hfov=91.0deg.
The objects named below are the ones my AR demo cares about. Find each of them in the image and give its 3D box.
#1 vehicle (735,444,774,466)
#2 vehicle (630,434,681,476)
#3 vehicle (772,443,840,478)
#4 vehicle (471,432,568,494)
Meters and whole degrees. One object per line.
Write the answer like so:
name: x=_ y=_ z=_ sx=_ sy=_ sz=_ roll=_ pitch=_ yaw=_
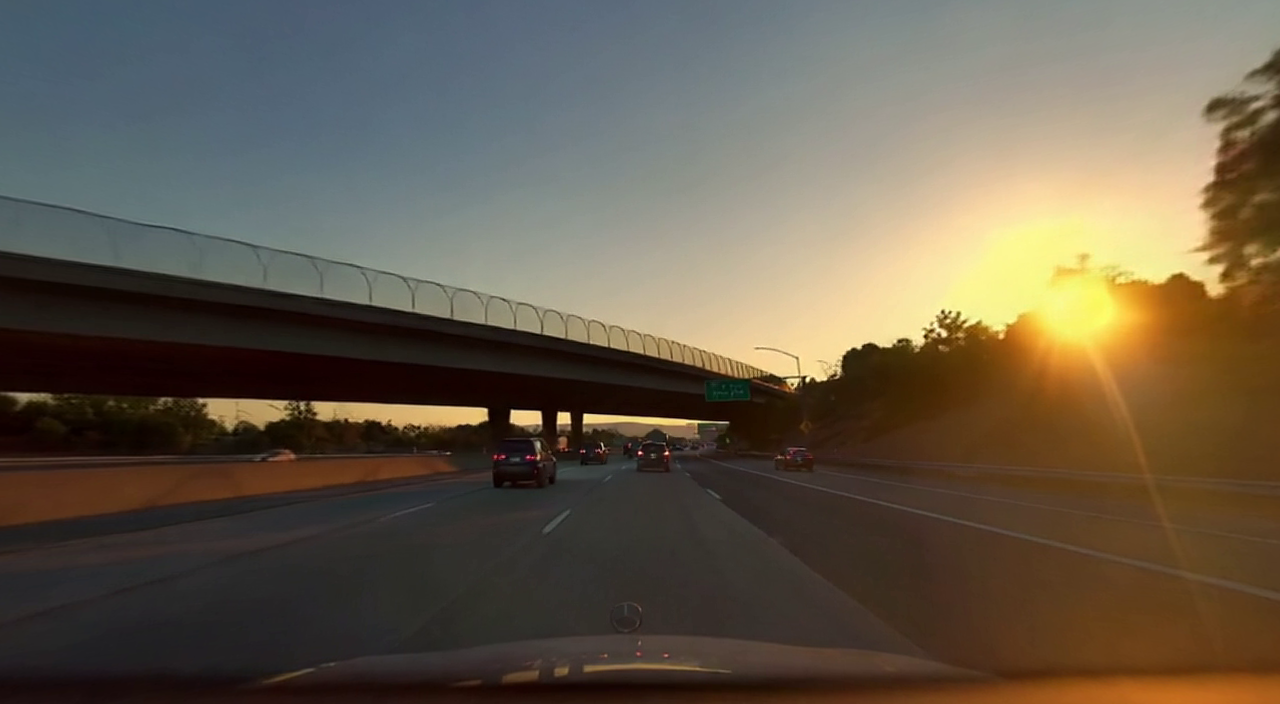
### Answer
vehicle: x=8.238 y=7.460 z=45.716 sx=2.005 sy=1.456 sz=4.287 roll=0 pitch=-9 yaw=0
vehicle: x=0.769 y=5.025 z=30.874 sx=2.270 sy=1.862 sz=4.949 roll=0 pitch=-9 yaw=1
vehicle: x=7.506 y=4.928 z=28.913 sx=1.936 sy=1.480 sz=4.373 roll=0 pitch=-9 yaw=0
vehicle: x=-3.709 y=3.503 z=20.246 sx=2.142 sy=1.759 sz=4.297 roll=0 pitch=-9 yaw=2
